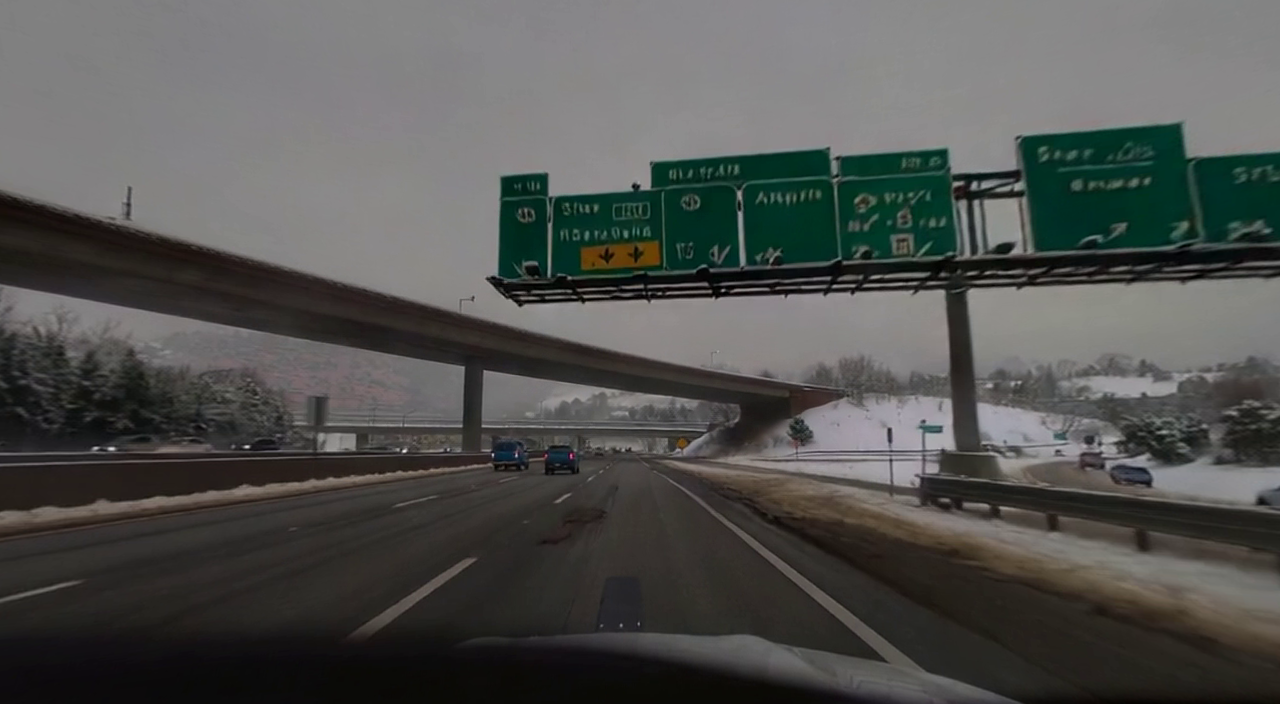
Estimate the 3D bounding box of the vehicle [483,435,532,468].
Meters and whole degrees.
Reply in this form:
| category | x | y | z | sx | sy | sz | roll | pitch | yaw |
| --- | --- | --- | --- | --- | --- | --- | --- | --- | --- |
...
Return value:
| category | x | y | z | sx | sy | sz | roll | pitch | yaw |
| --- | --- | --- | --- | --- | --- | --- | --- | --- | --- |
| vehicle | -8.366 | 6.351 | 40.245 | 2.132 | 1.984 | 4.639 | 0 | -9 | -1 |

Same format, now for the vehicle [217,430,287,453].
| category | x | y | z | sx | sy | sz | roll | pitch | yaw |
| --- | --- | --- | --- | --- | --- | --- | --- | --- | --- |
| vehicle | -30.493 | 7.102 | 49.711 | 1.941 | 1.677 | 5.525 | 0 | -9 | 0 |

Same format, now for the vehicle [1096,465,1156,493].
| category | x | y | z | sx | sy | sz | roll | pitch | yaw |
| --- | --- | --- | --- | --- | --- | --- | --- | --- | --- |
| vehicle | 31.150 | 8.100 | 40.479 | 1.944 | 1.528 | 4.123 | -4 | -9 | 22 |

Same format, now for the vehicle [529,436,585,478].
| category | x | y | z | sx | sy | sz | roll | pitch | yaw |
| --- | --- | --- | --- | --- | --- | --- | --- | --- | --- |
| vehicle | -4.008 | 5.171 | 31.275 | 2.144 | 1.847 | 4.850 | 0 | -9 | 0 |
